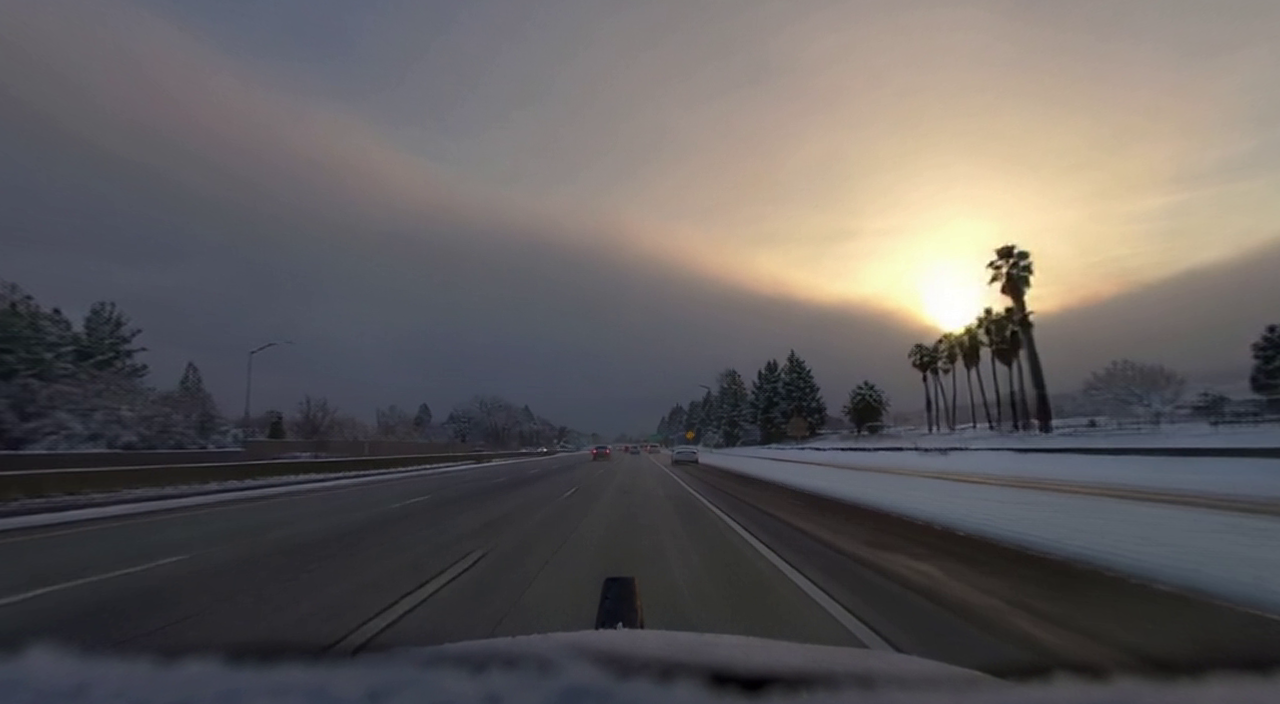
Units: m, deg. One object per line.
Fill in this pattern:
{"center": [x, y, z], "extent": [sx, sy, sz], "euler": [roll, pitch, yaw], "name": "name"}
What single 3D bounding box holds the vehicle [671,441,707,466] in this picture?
{"center": [3.391, 7.210, 44.874], "extent": [2.130, 1.677, 4.317], "euler": [0, -9, -1], "name": "vehicle"}
